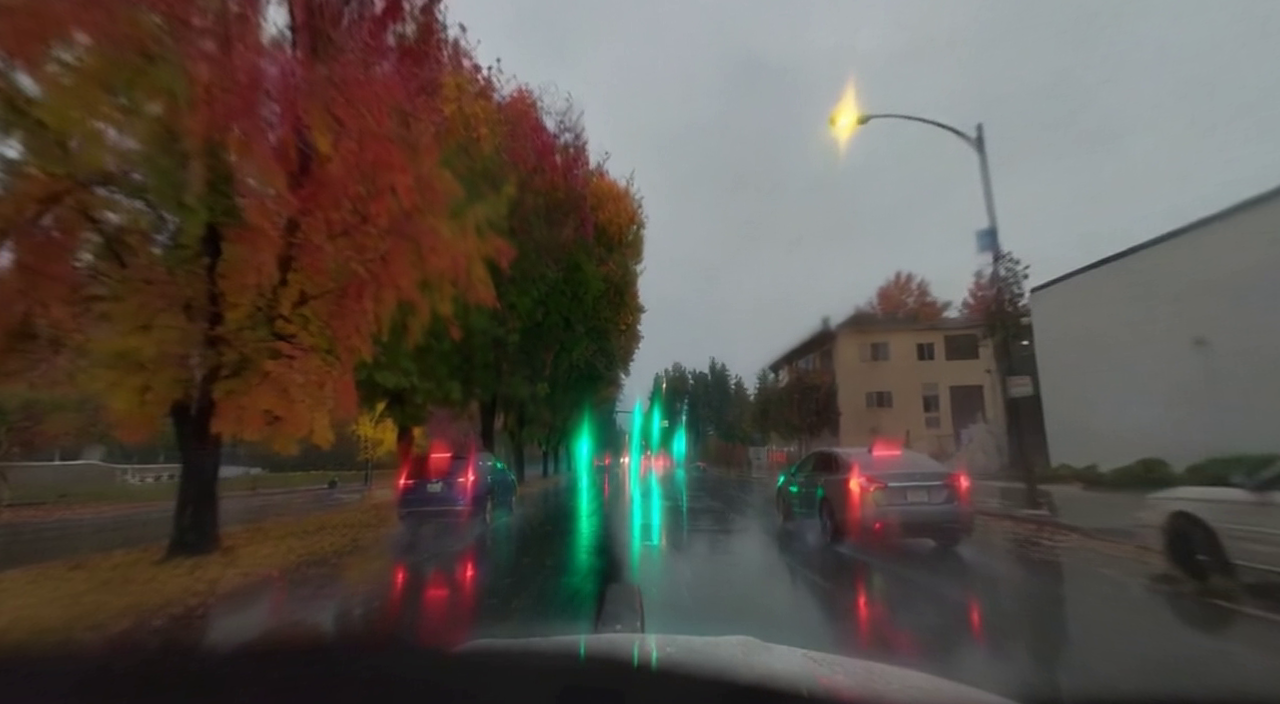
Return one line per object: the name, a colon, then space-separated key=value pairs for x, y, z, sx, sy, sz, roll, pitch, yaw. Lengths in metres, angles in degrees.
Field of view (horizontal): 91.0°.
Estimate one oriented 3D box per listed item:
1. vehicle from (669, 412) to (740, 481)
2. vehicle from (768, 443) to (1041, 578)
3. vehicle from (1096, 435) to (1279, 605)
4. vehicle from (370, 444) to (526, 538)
vehicle: x=3.767 y=5.940 z=39.724 sx=3.003 sy=3.680 sz=10.684 roll=0 pitch=-9 yaw=-2
vehicle: x=3.402 y=2.109 z=9.415 sx=1.915 sy=1.449 sz=4.970 roll=0 pitch=-9 yaw=0
vehicle: x=7.093 y=1.558 z=5.792 sx=2.035 sy=1.595 sz=4.984 roll=0 pitch=-8 yaw=0
vehicle: x=-3.635 y=2.677 z=12.856 sx=1.751 sy=1.540 sz=4.481 roll=-1 pitch=-9 yaw=1
